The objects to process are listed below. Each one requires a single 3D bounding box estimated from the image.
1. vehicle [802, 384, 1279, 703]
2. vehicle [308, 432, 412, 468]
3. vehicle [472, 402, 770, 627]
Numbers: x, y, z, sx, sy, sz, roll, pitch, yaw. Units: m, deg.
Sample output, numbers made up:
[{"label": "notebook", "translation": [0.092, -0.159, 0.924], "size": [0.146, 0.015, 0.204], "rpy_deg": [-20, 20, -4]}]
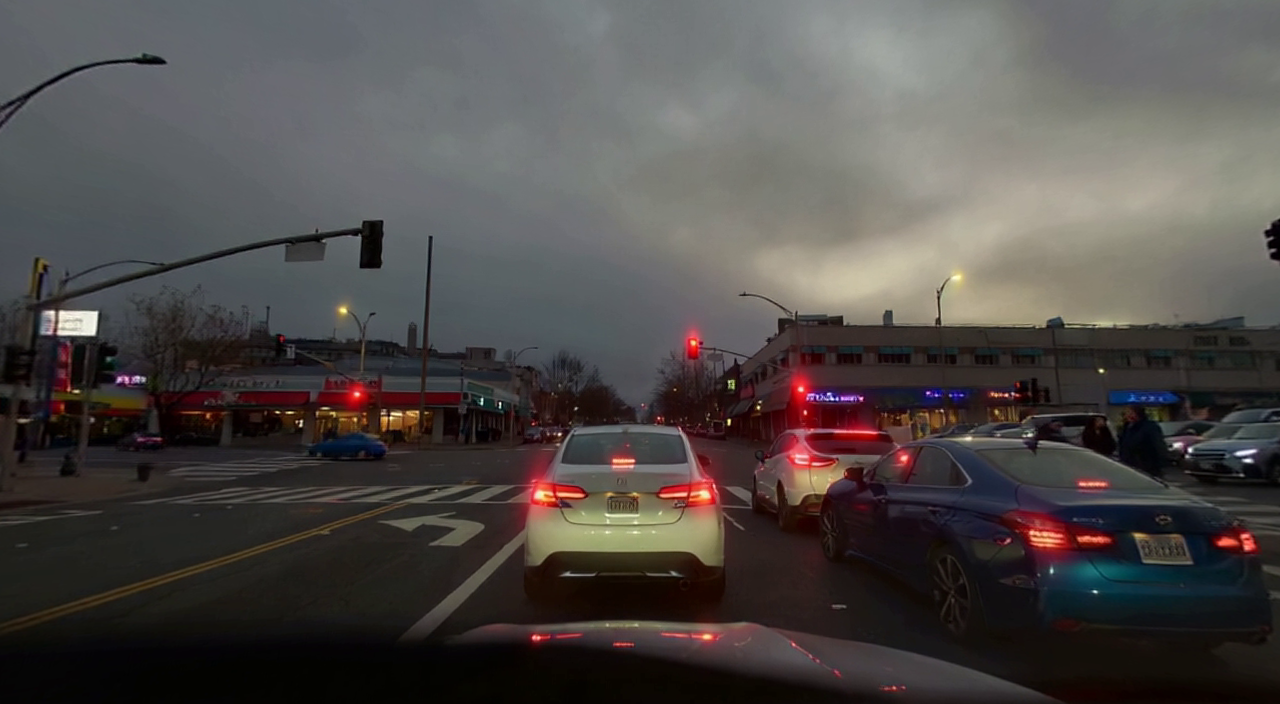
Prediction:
[{"label": "vehicle", "translation": [3.026, 1.308, 5.445], "size": [1.983, 1.654, 4.354], "rpy_deg": [0, -8, -2]}, {"label": "vehicle", "translation": [-14.871, 5.199, 33.565], "size": [5.003, 1.799, 2.066], "rpy_deg": [-4, -9, 21]}, {"label": "vehicle", "translation": [-0.154, 1.505, 6.935], "size": [2.123, 1.589, 4.702], "rpy_deg": [0, -8, 0]}]
